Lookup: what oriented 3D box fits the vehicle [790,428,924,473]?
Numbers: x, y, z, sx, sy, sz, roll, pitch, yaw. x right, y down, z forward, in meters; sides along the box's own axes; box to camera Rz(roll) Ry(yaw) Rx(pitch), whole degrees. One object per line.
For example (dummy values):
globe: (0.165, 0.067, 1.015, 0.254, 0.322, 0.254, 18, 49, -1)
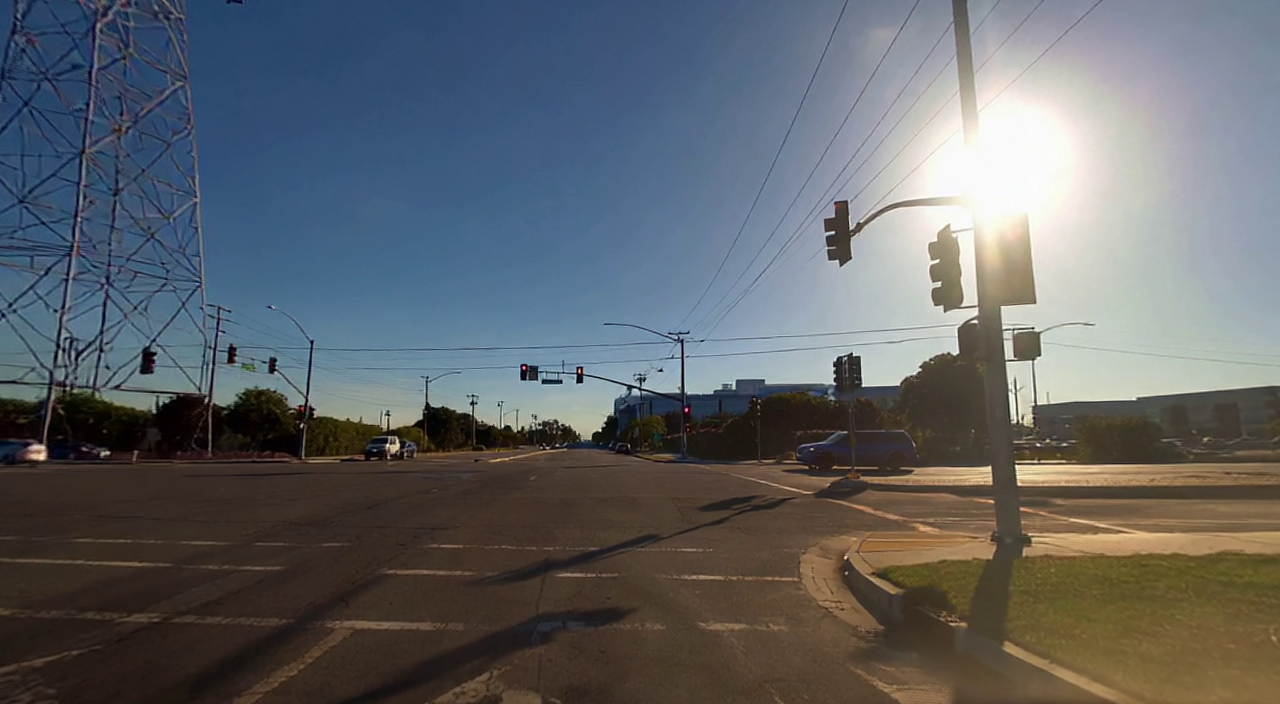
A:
vehicle: (8.702, 4.018, 25.729, 4.884, 1.714, 2.021, -2, -9, 12)
